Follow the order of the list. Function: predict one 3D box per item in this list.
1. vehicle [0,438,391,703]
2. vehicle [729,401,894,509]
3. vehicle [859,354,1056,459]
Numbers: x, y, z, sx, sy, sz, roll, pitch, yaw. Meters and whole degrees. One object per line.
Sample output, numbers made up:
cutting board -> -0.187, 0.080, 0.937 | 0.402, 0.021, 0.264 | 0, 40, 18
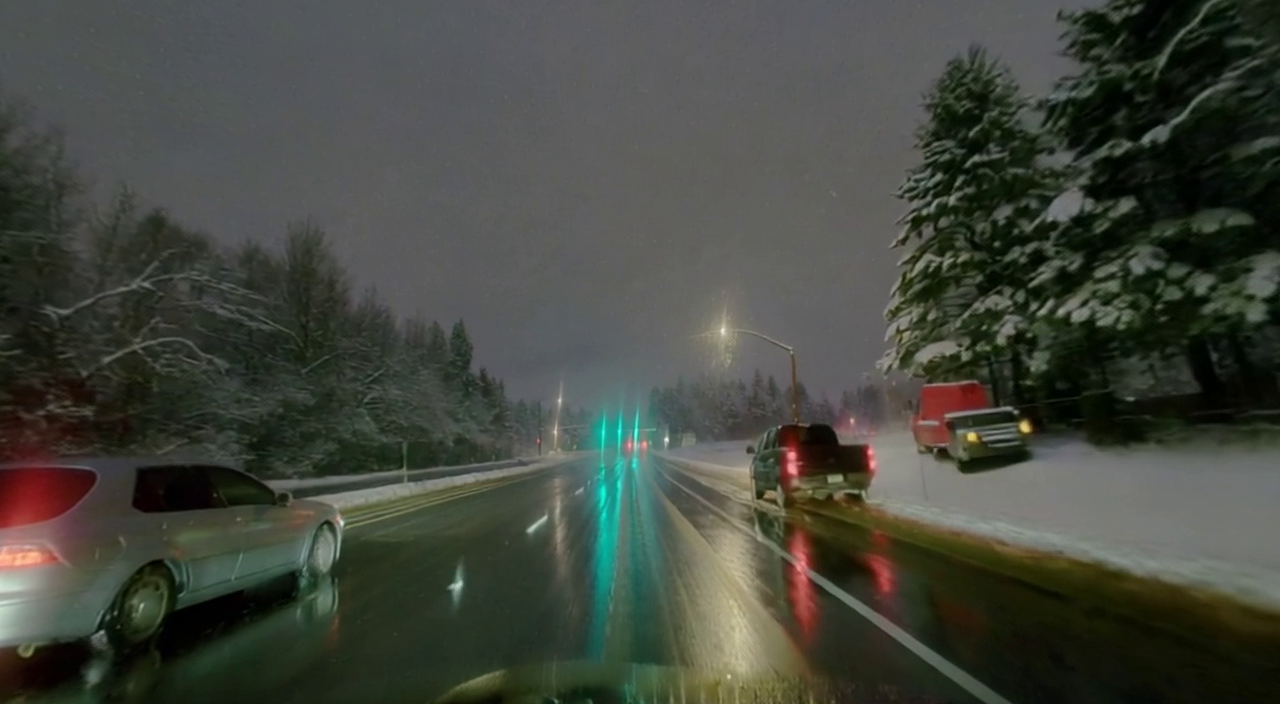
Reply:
vehicle -> -3.940, 1.484, 5.348 | 1.946, 1.437, 4.154 | 0, -8, 0
vehicle -> 4.334, 2.814, 17.675 | 2.554, 2.388, 6.973 | 0, -8, -1
vehicle -> 13.685, 2.868, 29.178 | 2.862, 3.816, 12.219 | -1, -8, 1
